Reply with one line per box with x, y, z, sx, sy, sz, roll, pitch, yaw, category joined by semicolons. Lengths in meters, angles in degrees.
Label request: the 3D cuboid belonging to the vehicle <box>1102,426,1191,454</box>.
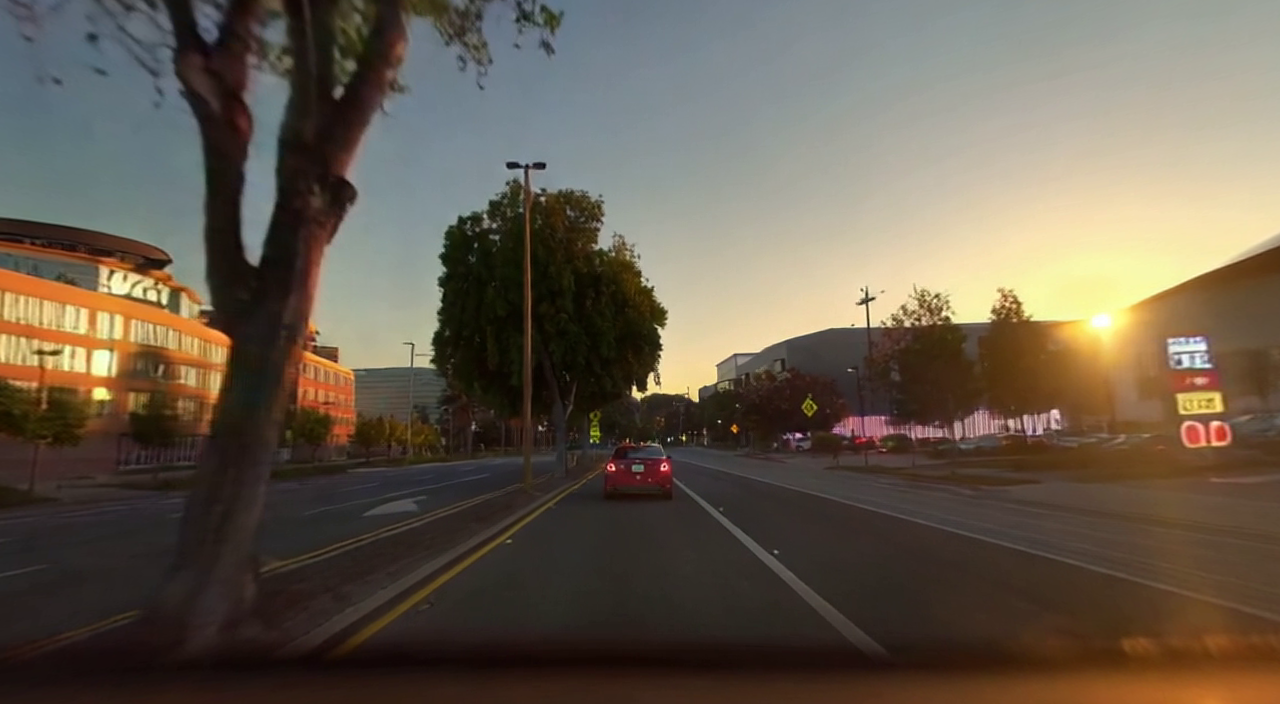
32.857;5.755;41.025;1.868;1.675;4.527;0;-9;-3;vehicle

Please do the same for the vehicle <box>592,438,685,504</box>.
-0.075;3.020;16.410;2.126;1.475;3.967;0;-9;-1;vehicle
